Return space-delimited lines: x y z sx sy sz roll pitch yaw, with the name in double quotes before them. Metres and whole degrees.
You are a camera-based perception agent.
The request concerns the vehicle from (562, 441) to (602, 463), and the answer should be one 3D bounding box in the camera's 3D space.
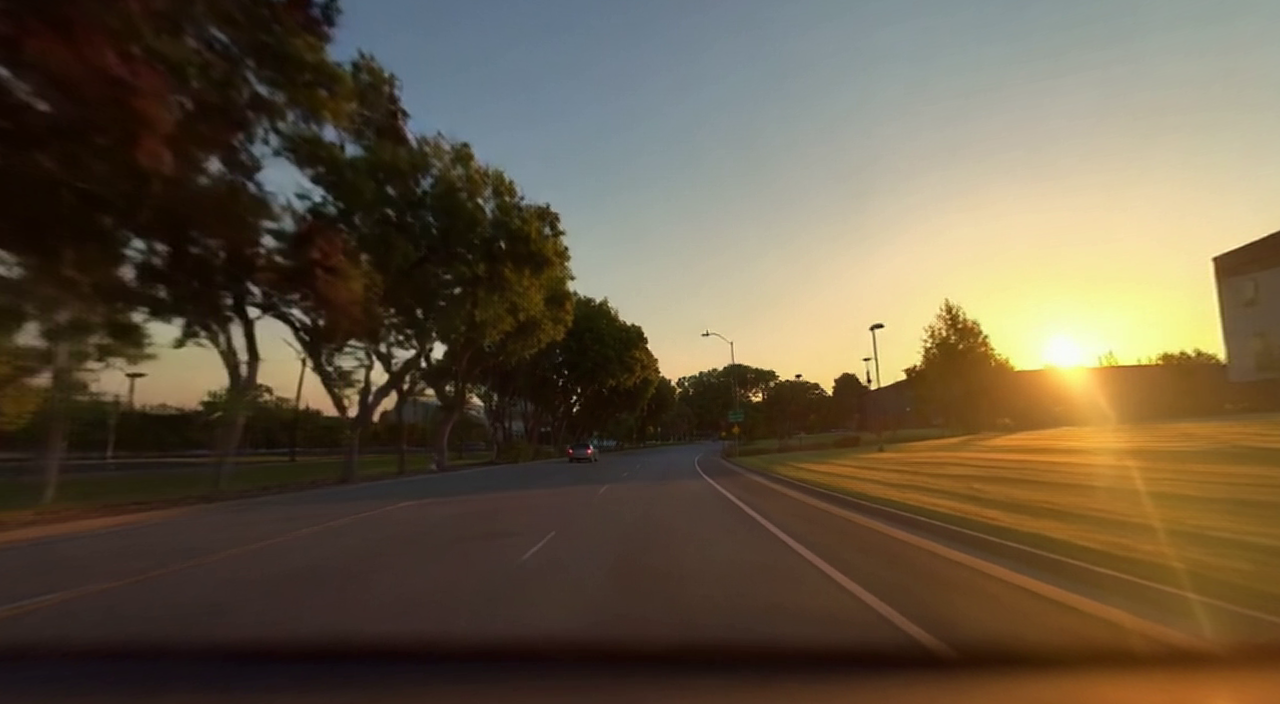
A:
"vehicle" -4.027 7.022 44.364 1.945 1.461 4.605 -1 -8 5
